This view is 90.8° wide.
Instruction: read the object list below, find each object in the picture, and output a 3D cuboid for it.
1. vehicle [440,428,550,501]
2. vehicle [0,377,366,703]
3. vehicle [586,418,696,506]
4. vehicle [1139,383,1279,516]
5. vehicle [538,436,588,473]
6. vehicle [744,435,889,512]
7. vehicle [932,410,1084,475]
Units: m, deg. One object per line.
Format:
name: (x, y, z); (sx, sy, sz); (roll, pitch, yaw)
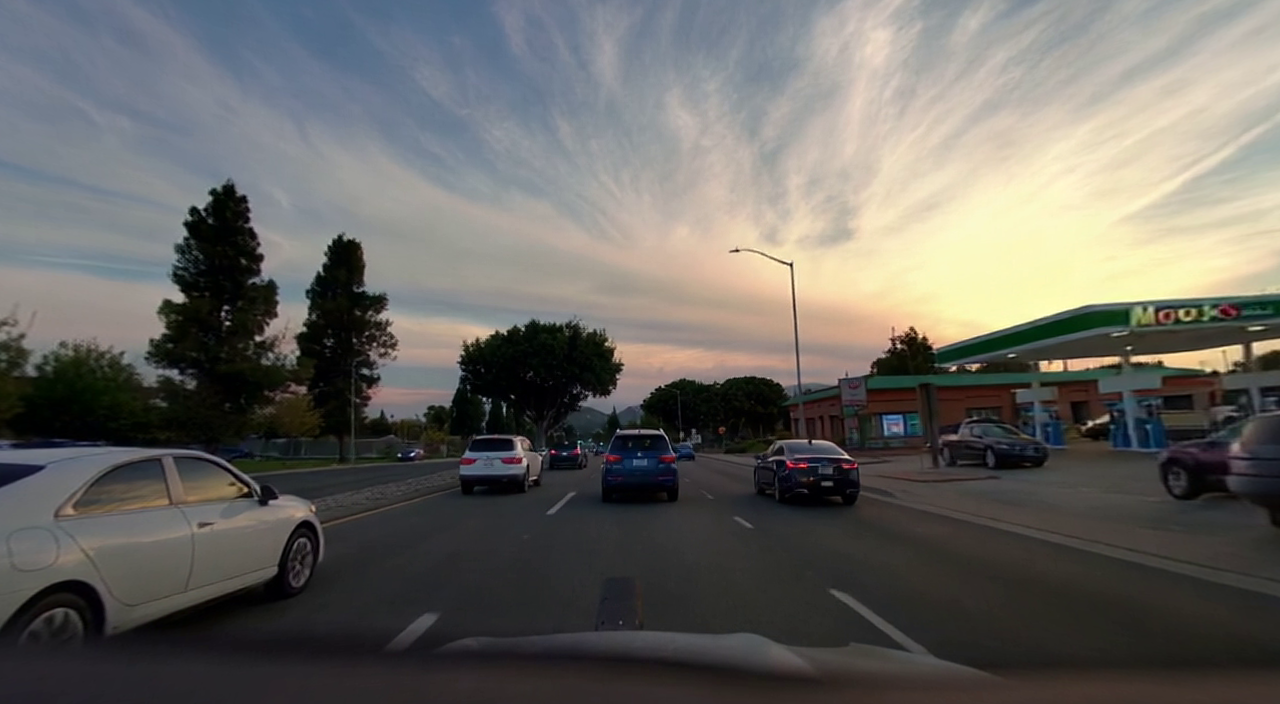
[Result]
vehicle: (-3.727, 2.961, 17.021); (1.932, 1.695, 4.150); (0, -8, 1)
vehicle: (-3.616, 1.125, 4.122); (1.864, 1.574, 4.031); (0, -8, -1)
vehicle: (0.006, 2.603, 15.275); (2.279, 1.803, 4.254); (0, -8, 0)
vehicle: (11.611, 1.402, 9.580); (5.966, 1.991, 2.353); (-10, -12, 41)
vehicle: (-3.618, 4.915, 30.444); (1.871, 1.673, 3.920); (0, -8, 1)
vehicle: (3.778, 2.670, 14.492); (1.888, 1.456, 4.589); (0, -8, -2)
vehicle: (11.914, 3.007, 20.964); (2.102, 1.887, 4.673); (0, -8, -1)
